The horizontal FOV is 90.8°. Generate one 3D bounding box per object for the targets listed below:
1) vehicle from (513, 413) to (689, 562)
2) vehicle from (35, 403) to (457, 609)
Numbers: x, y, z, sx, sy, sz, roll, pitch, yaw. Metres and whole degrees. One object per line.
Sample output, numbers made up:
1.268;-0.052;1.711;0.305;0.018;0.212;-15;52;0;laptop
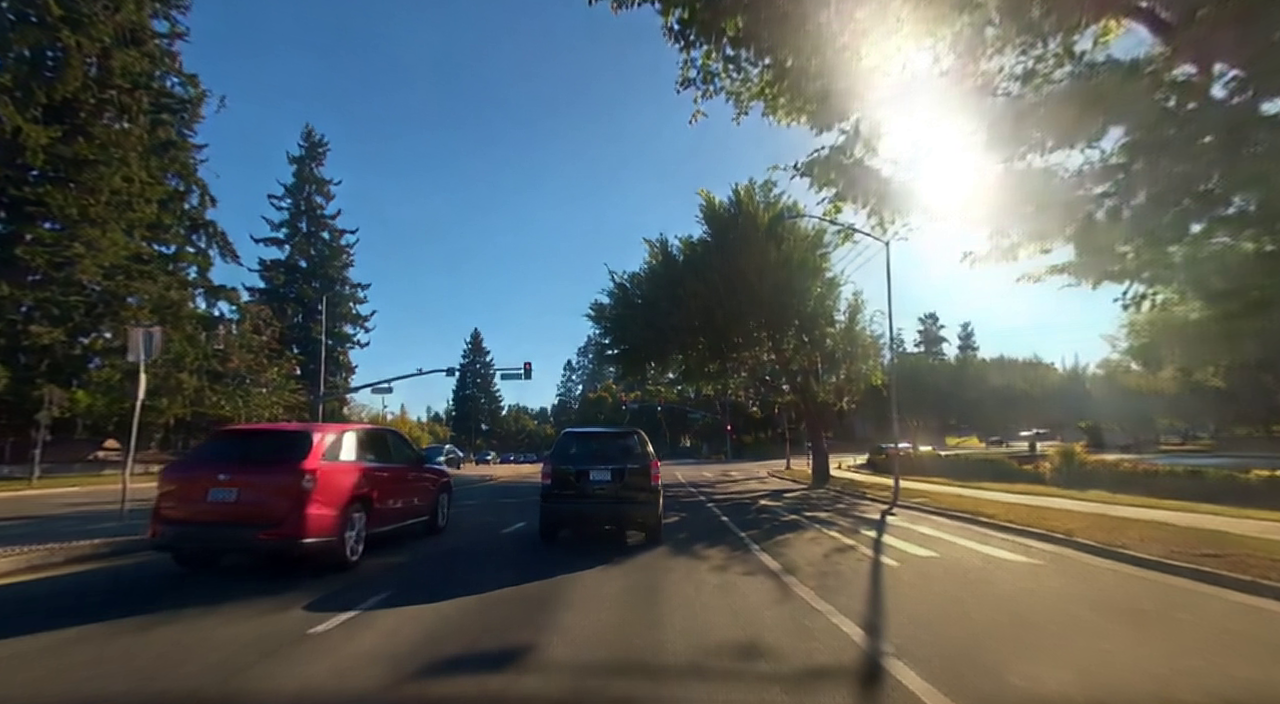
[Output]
-0.438;2.021;10.236;2.131;1.793;5.016;0;-8;1;vehicle
-3.908;1.595;7.488;2.009;1.673;4.454;0;-8;2;vehicle
